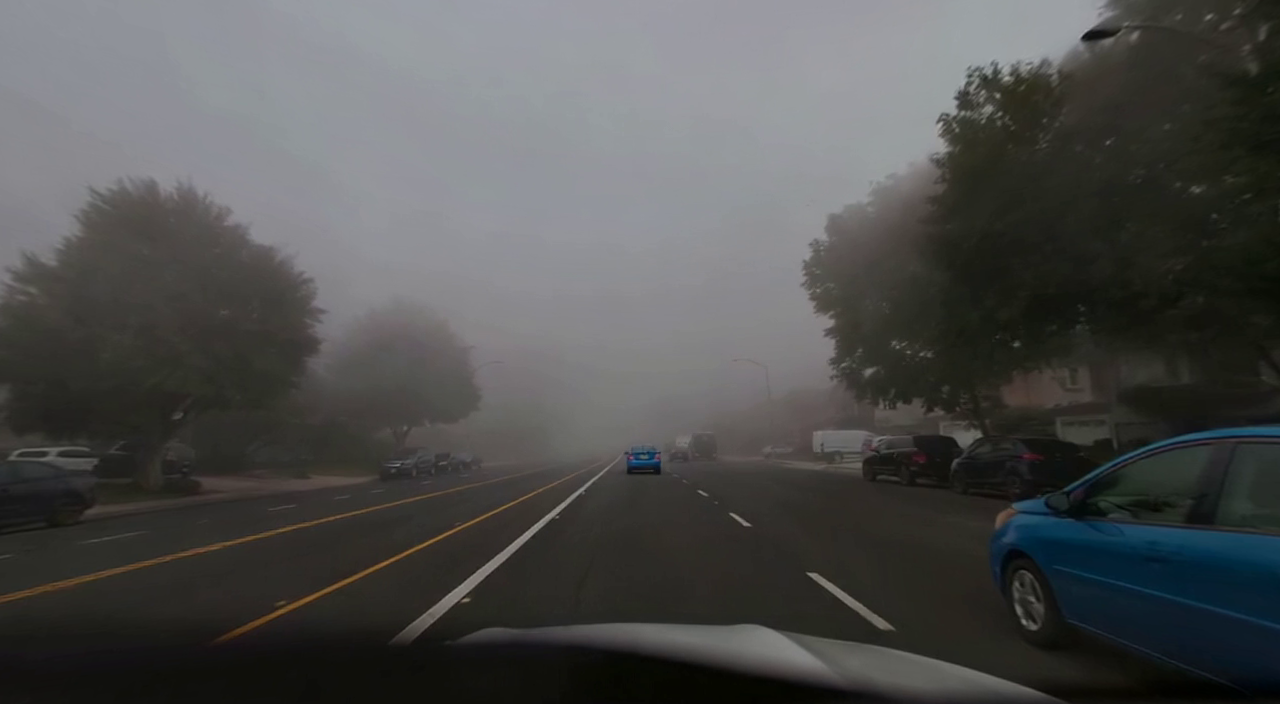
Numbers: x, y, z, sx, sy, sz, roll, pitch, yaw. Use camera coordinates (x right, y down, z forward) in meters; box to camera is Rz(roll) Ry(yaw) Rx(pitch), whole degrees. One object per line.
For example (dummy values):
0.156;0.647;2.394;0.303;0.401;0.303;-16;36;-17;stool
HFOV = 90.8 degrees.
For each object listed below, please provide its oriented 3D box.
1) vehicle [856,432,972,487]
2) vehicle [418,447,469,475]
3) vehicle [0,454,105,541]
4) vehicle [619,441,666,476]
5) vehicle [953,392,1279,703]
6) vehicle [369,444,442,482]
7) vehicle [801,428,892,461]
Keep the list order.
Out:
9.716;3.846;22.883;2.139;1.772;4.468;0;-9;-1;vehicle
-14.454;8.013;46.733;2.140;1.899;4.900;-1;-9;0;vehicle
-14.429;3.048;13.125;2.033;1.774;5.266;0;-9;-1;vehicle
0.069;4.986;29.816;2.093;1.497;4.010;0;-9;-1;vehicle
3.526;0.968;2.839;1.992;1.505;4.333;0;-9;0;vehicle
-14.527;6.885;39.558;2.351;2.008;5.971;-4;-9;-1;vehicle
14.728;6.639;45.360;5.696;2.299;2.292;0;-9;-2;vehicle
